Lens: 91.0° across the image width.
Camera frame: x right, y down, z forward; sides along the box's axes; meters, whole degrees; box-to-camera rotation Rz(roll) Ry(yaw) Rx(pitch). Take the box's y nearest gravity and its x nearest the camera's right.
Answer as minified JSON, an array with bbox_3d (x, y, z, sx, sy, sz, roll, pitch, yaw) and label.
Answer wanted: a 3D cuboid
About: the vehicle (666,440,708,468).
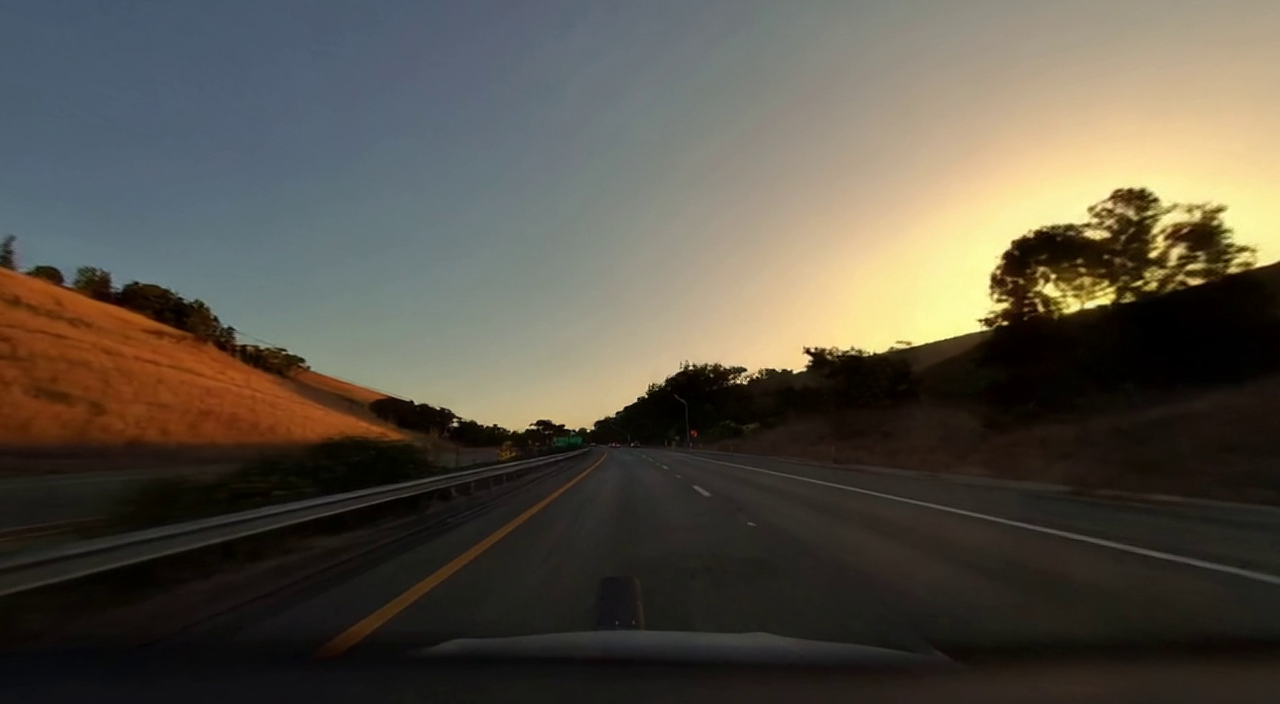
[{"bbox_3d":[2.574,5.704,35.480,2.005,1.466,3.739,0,-8,-1],"label":"vehicle"}]
